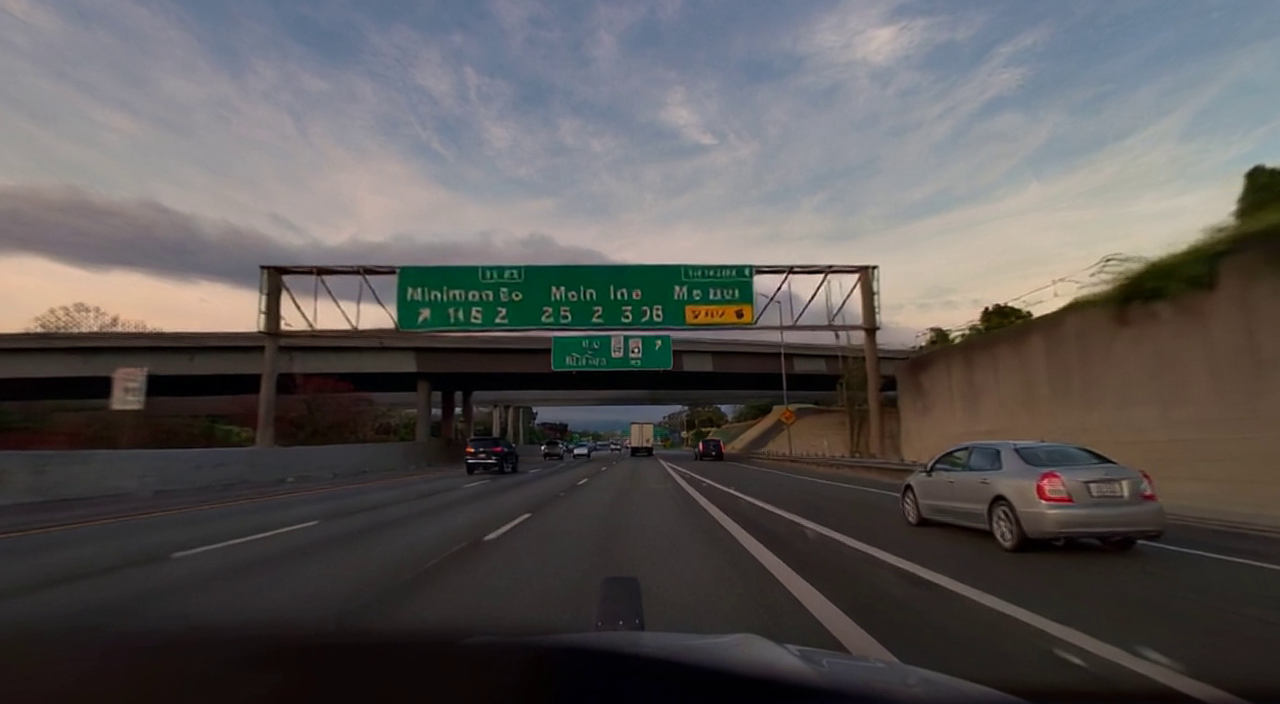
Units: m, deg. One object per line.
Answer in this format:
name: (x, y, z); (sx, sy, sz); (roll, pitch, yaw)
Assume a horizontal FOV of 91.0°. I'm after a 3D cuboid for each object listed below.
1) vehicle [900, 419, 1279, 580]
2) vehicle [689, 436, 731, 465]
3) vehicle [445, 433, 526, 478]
vehicle: (5.519, 1.747, 8.319); (2.075, 1.510, 4.569); (0, -9, -2)
vehicle: (4.784, 6.848, 43.911); (2.220, 1.898, 4.752); (0, -9, -2)
vehicle: (-6.523, 4.440, 27.243); (2.179, 1.753, 4.999); (0, -9, 0)
